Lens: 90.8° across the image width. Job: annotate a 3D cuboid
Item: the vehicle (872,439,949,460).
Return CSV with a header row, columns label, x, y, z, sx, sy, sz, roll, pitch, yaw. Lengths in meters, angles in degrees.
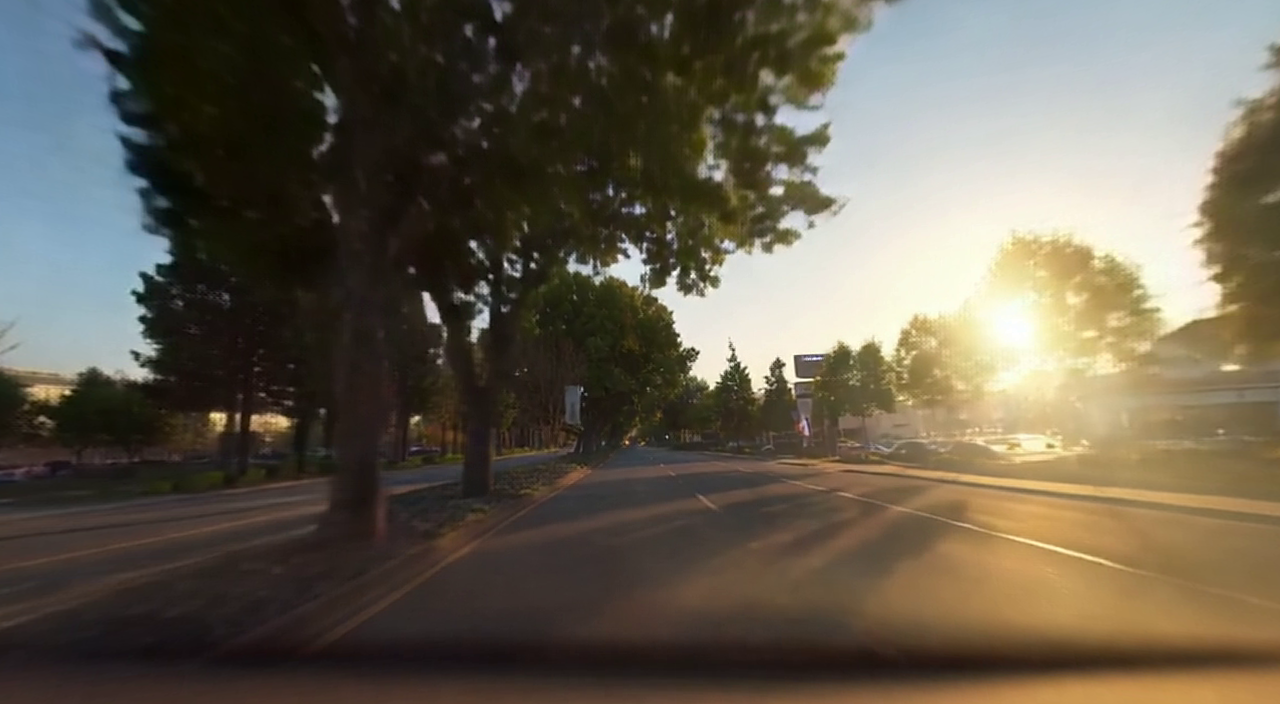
label,x,y,z,sx,sy,sz,roll,pitch,yaw
vehicle,20.096,7.268,47.053,4.805,1.473,2.046,0,-8,-3
